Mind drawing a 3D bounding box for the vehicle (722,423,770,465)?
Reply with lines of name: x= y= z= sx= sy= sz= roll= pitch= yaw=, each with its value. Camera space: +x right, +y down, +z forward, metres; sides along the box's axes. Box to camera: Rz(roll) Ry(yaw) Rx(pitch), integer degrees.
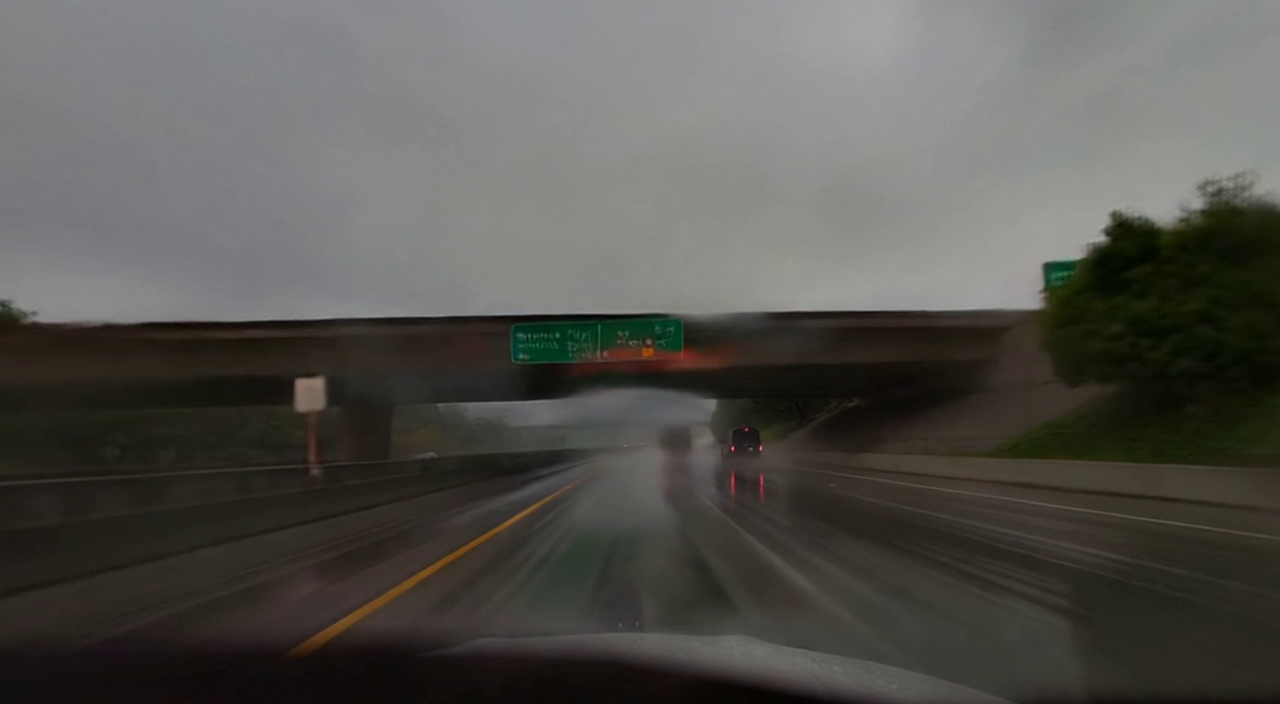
vehicle: x=7.634 y=6.738 z=46.138 sx=2.379 sy=2.819 sz=6.294 roll=0 pitch=-8 yaw=0
